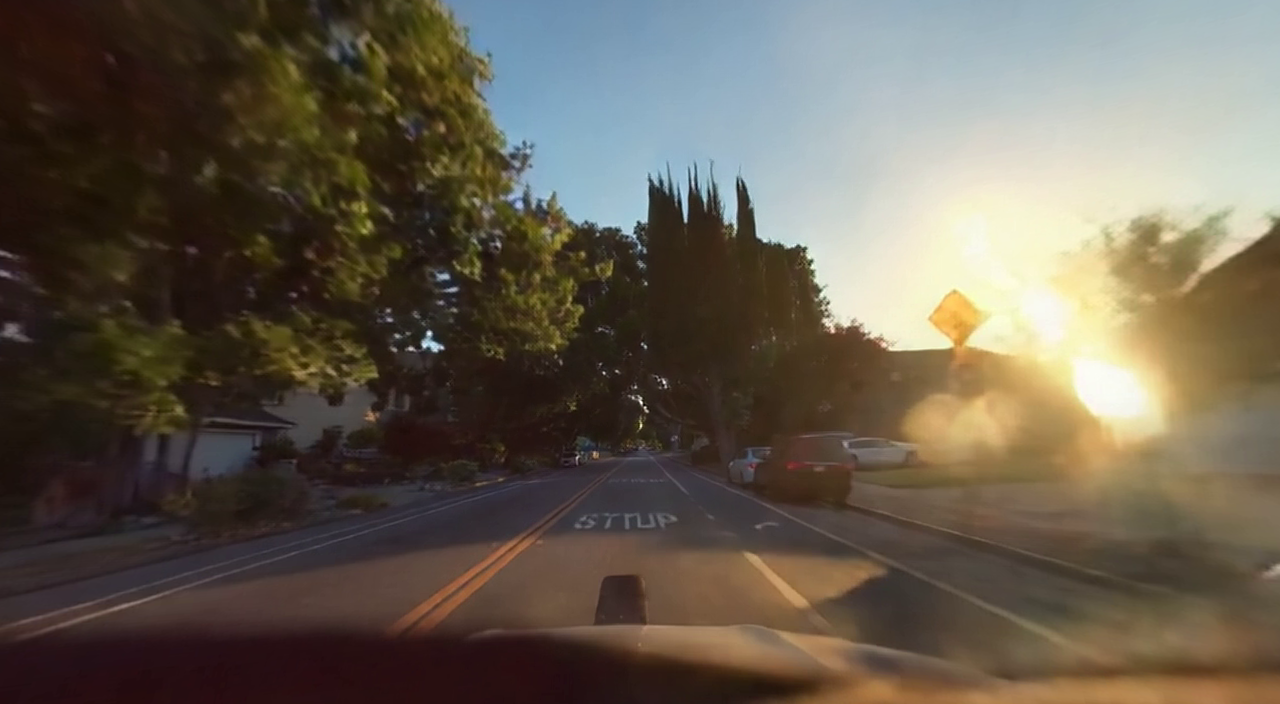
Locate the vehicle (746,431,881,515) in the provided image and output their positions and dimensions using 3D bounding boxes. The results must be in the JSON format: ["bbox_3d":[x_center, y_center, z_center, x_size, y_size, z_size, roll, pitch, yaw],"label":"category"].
[{"bbox_3d":[4.174,2.999,16.157,2.032,1.792,4.849,0,-9,0],"label":"vehicle"}]
